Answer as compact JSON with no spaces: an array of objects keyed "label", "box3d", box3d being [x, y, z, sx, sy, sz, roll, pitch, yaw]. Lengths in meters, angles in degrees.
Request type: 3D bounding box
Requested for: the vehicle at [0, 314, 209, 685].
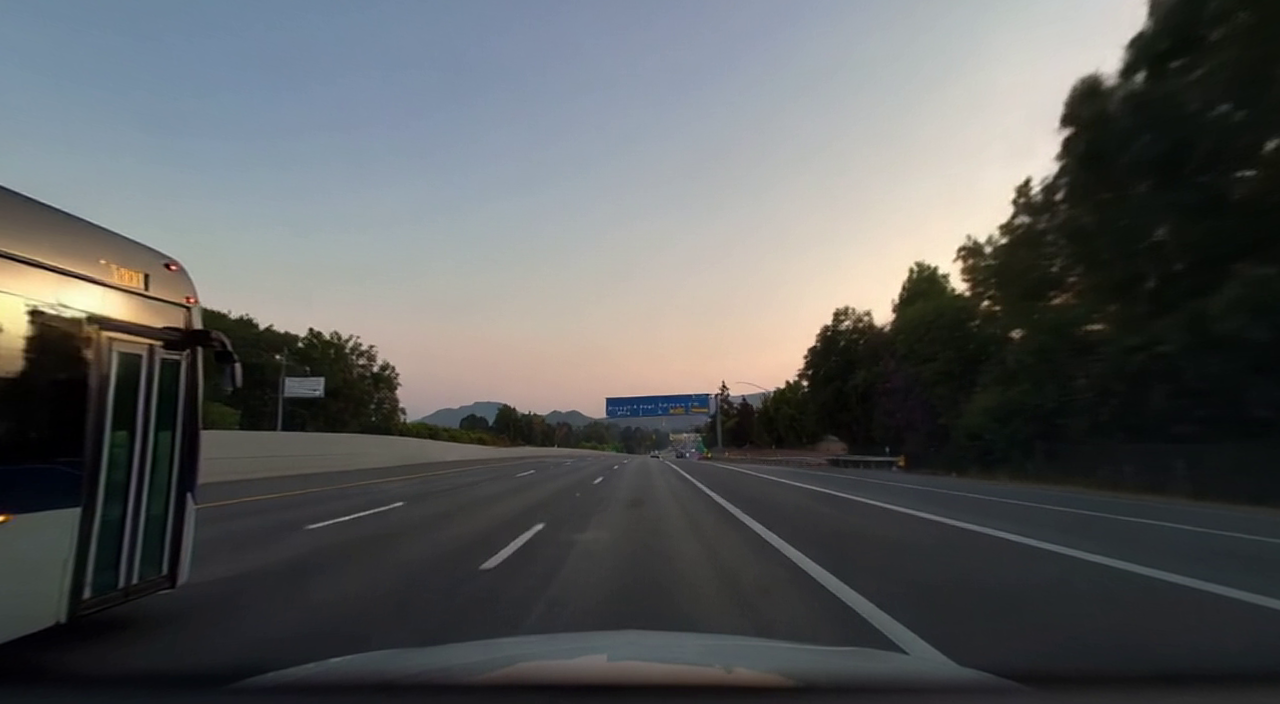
[{"label":"vehicle","box3d":[-4.540,0.645,2.340,2.127,1.985,5.205,0,-8,1]}]
